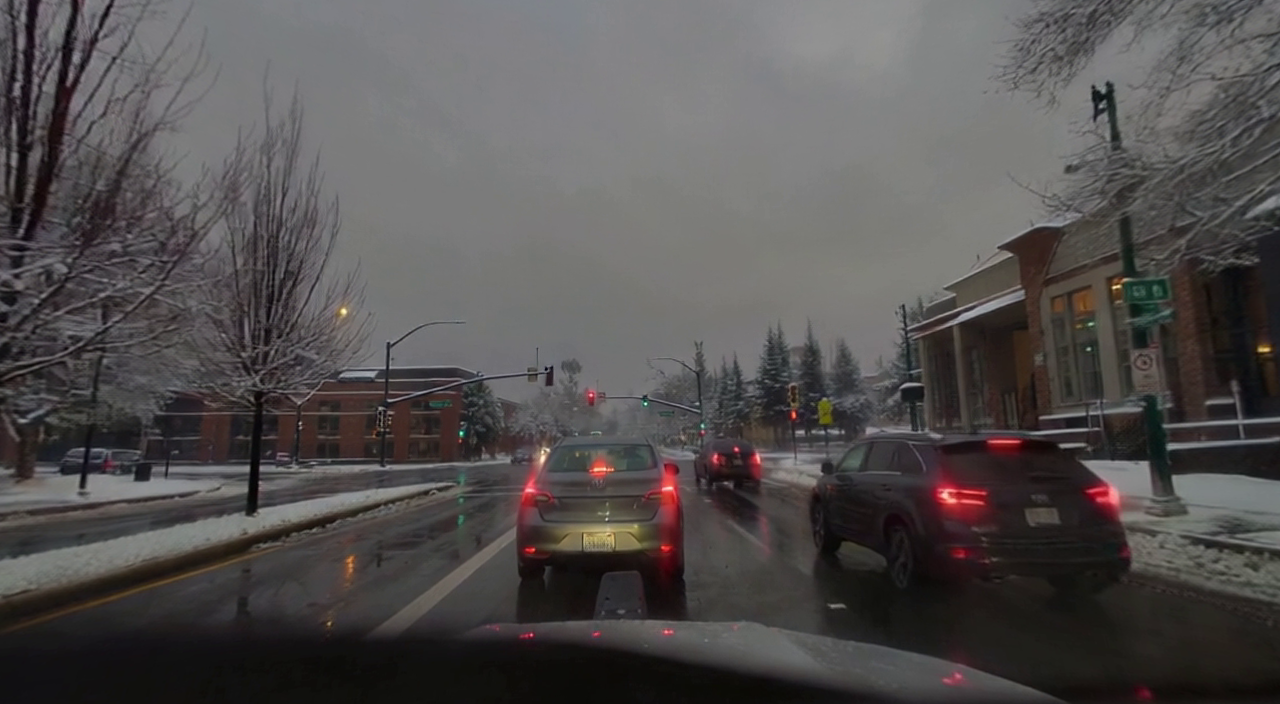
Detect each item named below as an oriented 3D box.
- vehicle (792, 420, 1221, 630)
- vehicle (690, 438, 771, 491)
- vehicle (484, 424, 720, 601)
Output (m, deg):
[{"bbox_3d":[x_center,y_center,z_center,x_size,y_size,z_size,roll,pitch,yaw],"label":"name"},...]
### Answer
[{"bbox_3d":[3.154,1.559,6.716,1.910,1.474,4.263,0,-9,-1],"label":"vehicle"},{"bbox_3d":[2.862,3.670,20.982,1.874,1.556,4.116,0,-9,-3],"label":"vehicle"},{"bbox_3d":[-0.356,1.641,7.239,2.006,1.487,3.535,0,-9,-1],"label":"vehicle"}]
